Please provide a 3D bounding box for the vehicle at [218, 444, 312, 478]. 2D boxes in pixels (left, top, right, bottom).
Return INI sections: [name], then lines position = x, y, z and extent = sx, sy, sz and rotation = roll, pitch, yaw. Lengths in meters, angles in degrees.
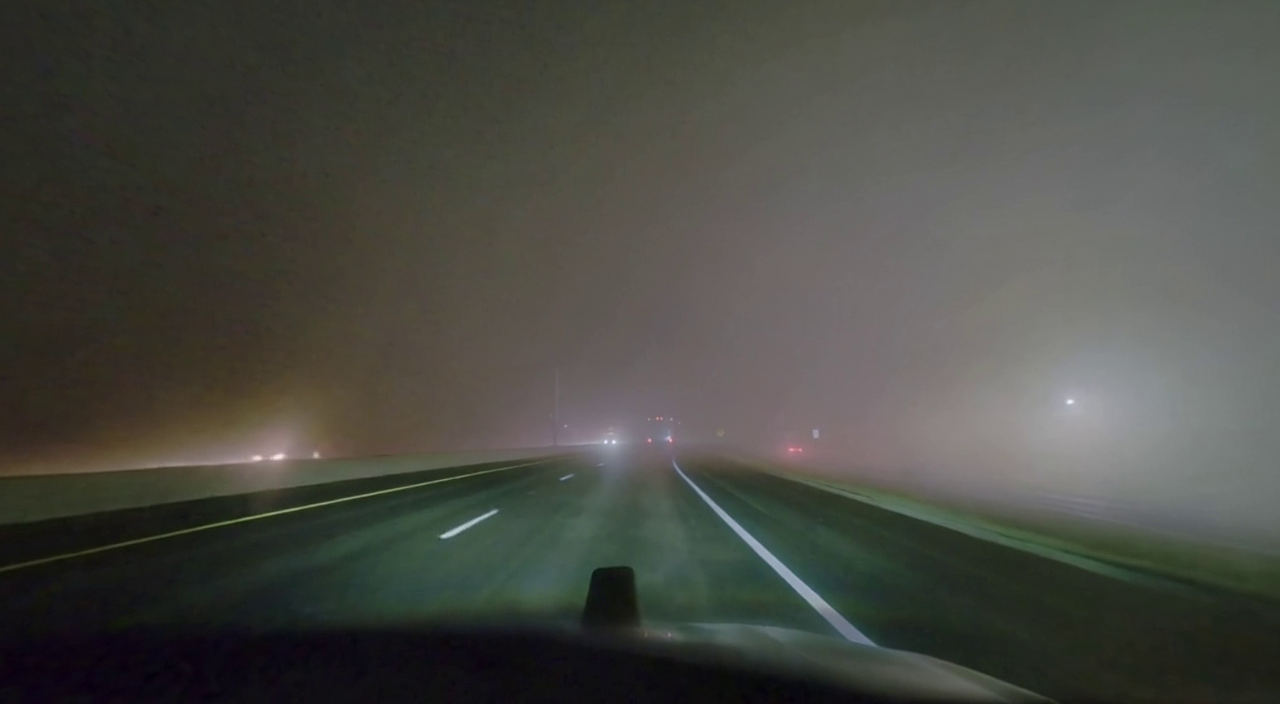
[vehicle]
position = -16.730, 4.838, 28.318
extent = 1.795, 1.382, 3.876
rotation = -1, -8, 1
